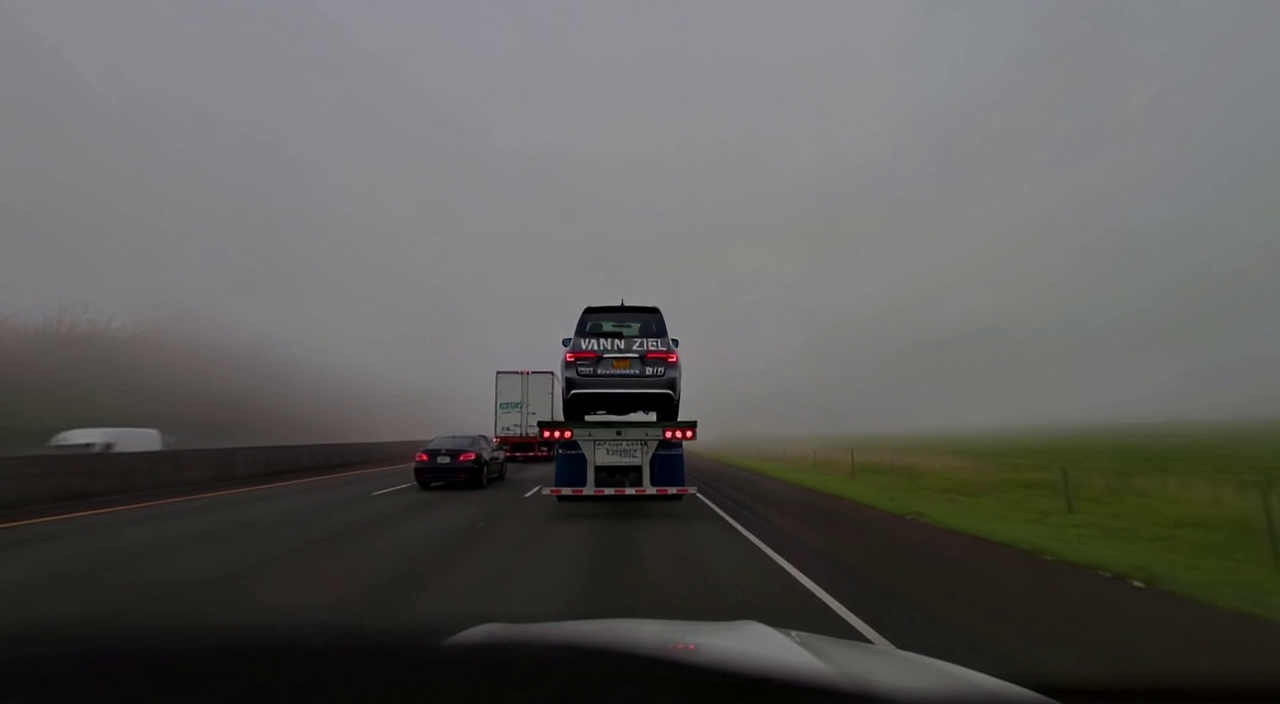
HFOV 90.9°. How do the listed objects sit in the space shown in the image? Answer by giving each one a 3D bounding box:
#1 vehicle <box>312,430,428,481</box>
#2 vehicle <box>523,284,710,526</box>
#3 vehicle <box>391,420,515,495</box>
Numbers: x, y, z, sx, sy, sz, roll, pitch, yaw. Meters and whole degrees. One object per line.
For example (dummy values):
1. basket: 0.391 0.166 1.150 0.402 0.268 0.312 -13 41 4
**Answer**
1. vehicle: -8.938 3.420 21.377 1.897 1.524 4.790 0 -7 -1
2. vehicle: -0.463 1.349 14.050 2.738 3.628 9.223 0 -7 -1
3. vehicle: -4.655 2.660 16.415 1.914 1.675 4.331 0 -7 -1
